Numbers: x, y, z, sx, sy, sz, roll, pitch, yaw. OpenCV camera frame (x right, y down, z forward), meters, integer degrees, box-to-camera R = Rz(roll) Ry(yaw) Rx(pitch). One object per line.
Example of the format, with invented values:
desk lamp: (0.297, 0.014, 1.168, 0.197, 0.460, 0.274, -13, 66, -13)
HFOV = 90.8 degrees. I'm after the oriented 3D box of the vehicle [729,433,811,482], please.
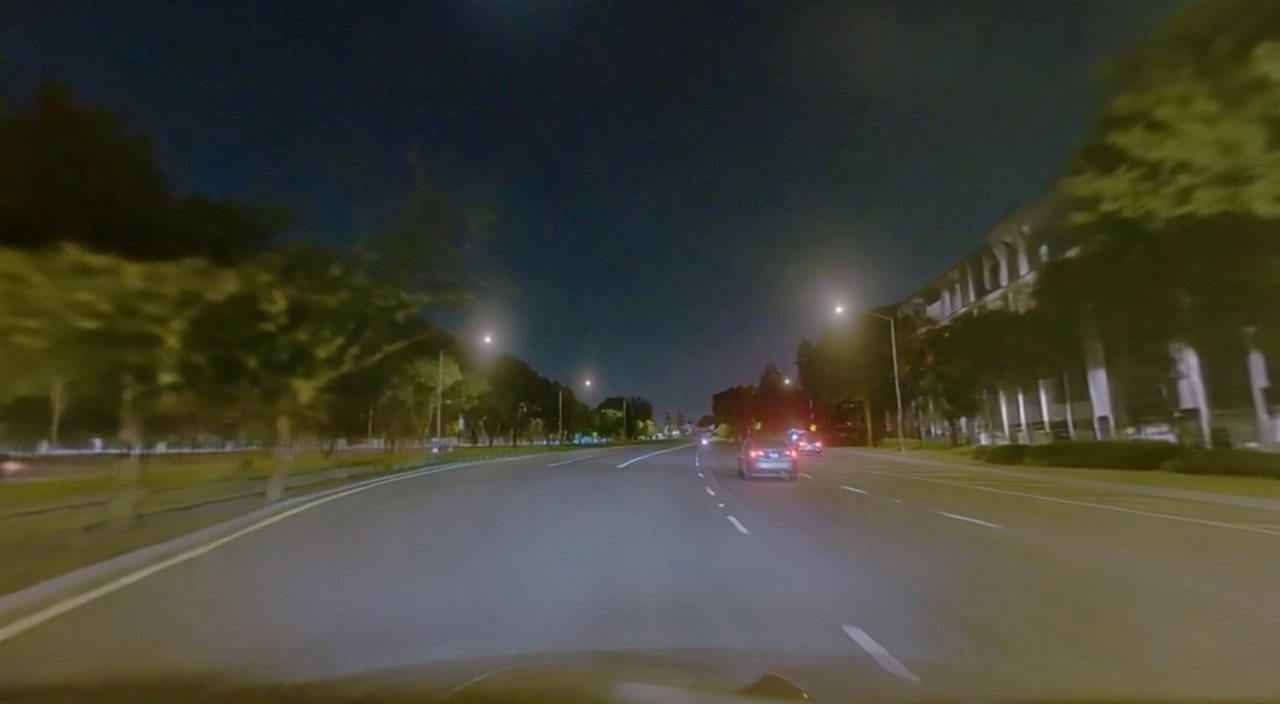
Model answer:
vehicle: (4.199, 3.501, 21.210, 1.928, 1.481, 4.453, 0, -9, 2)
